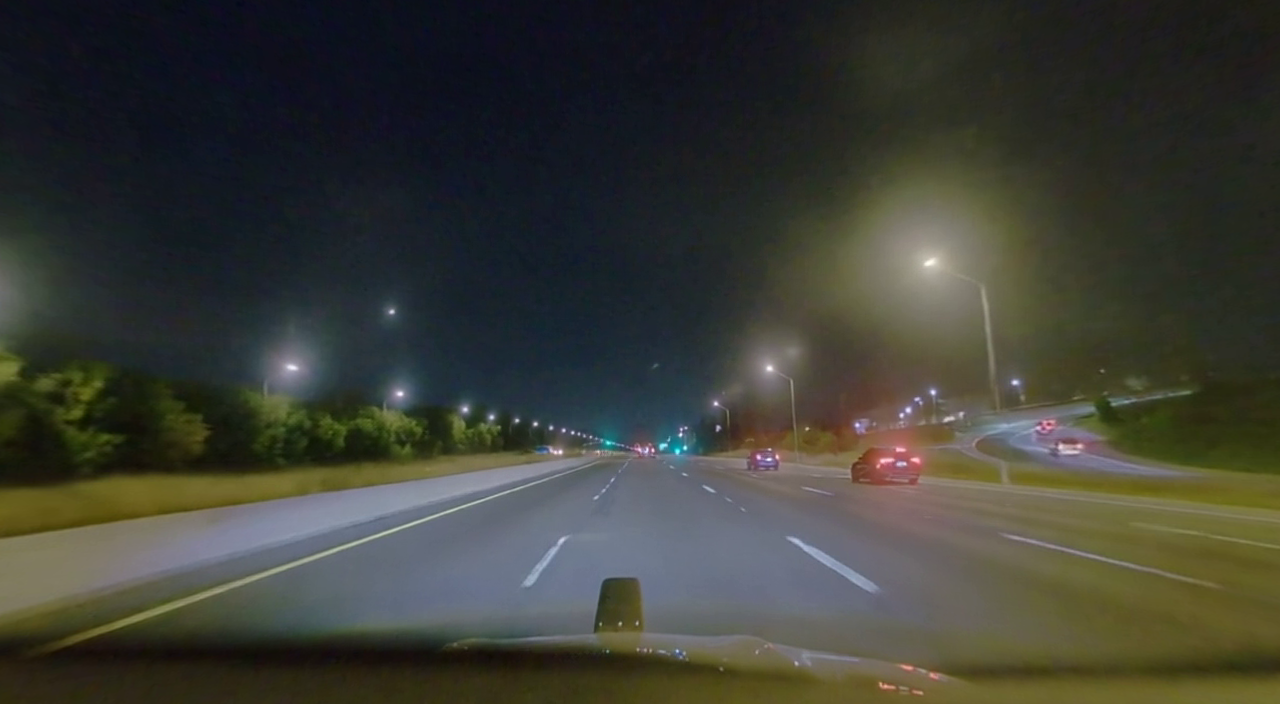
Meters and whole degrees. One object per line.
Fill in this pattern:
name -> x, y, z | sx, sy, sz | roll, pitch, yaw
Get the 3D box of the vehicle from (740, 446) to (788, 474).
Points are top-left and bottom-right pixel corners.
vehicle -> 7.528, 6.611, 38.722 | 2.053, 1.553, 4.463 | 0, -9, 0

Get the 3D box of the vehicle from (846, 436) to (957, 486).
vehicle -> 11.148, 4.689, 27.457 | 2.387, 1.936, 5.646 | 0, -9, 0
